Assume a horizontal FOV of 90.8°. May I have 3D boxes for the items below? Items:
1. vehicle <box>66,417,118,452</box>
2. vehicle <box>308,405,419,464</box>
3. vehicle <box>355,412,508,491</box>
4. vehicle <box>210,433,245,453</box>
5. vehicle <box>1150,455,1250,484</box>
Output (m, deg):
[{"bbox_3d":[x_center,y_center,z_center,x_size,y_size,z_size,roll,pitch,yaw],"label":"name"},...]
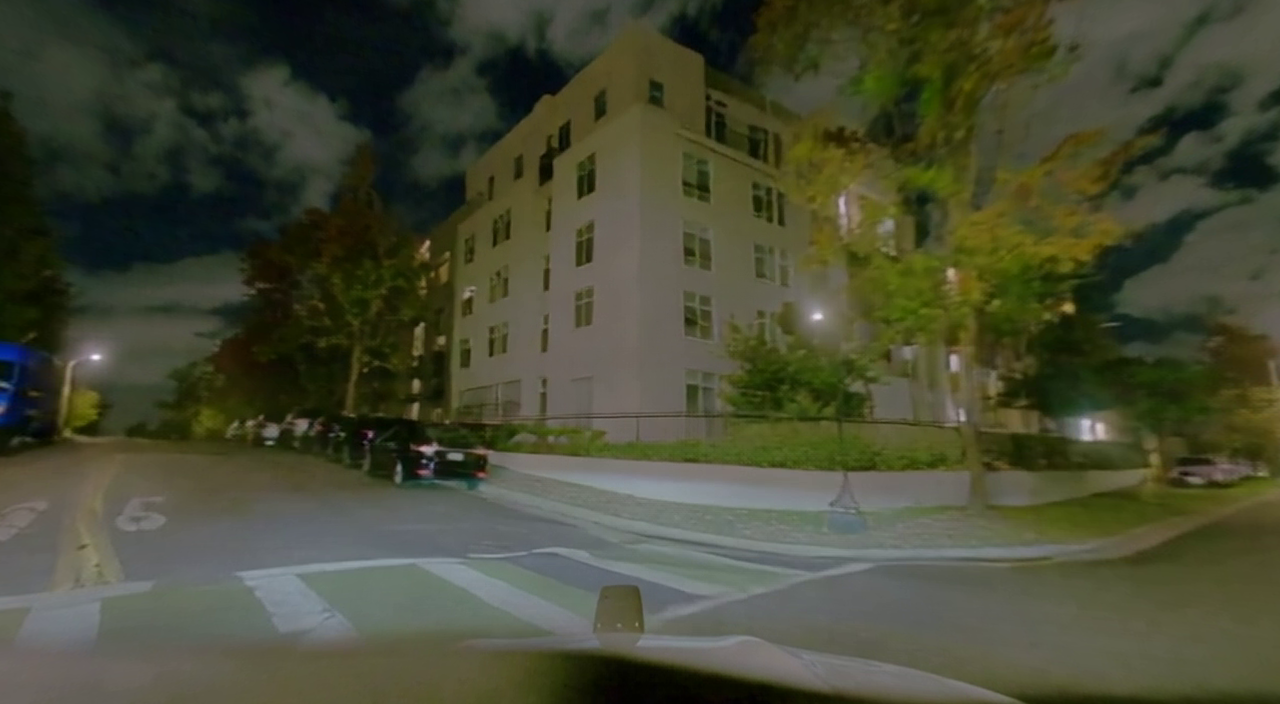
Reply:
[{"bbox_3d":[-34.313,5.151,39.667,2.090,1.674,4.457,10,-7,-38],"label":"vehicle"},{"bbox_3d":[-8.109,2.432,18.317,1.776,1.478,4.393,7,-11,-38],"label":"vehicle"},{"bbox_3d":[-4.717,2.170,13.883,1.827,1.436,4.322,7,-11,-36],"label":"vehicle"},{"bbox_3d":[-31.550,6.945,48.311,1.778,1.451,4.047,7,-11,-37],"label":"vehicle"},{"bbox_3d":[33.741,7.051,38.151,1.702,1.580,4.115,7,-11,-37],"label":"vehicle"}]
